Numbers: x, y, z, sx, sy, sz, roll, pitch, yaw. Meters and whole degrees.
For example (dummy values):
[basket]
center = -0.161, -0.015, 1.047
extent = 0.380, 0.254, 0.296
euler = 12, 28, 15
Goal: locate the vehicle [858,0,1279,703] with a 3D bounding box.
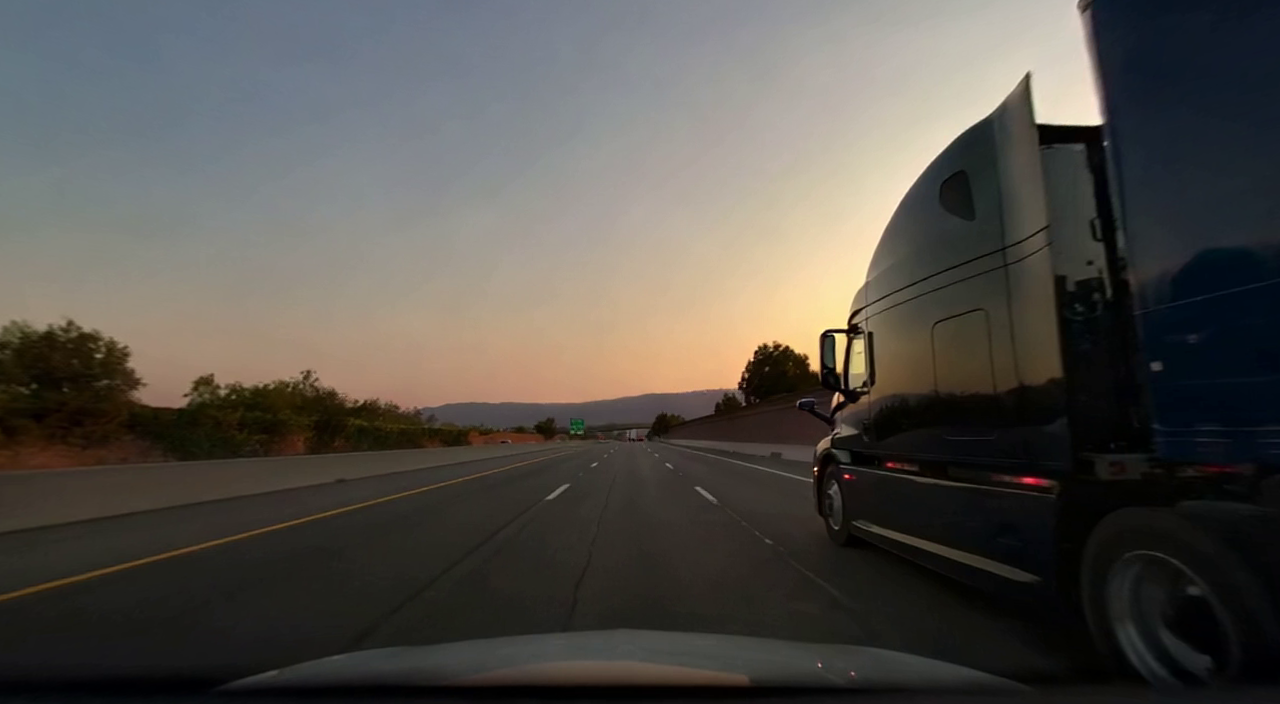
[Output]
[vehicle]
center = 4.169, -0.264, 2.696
extent = 3.246, 4.187, 8.893
euler = 1, -8, 0
